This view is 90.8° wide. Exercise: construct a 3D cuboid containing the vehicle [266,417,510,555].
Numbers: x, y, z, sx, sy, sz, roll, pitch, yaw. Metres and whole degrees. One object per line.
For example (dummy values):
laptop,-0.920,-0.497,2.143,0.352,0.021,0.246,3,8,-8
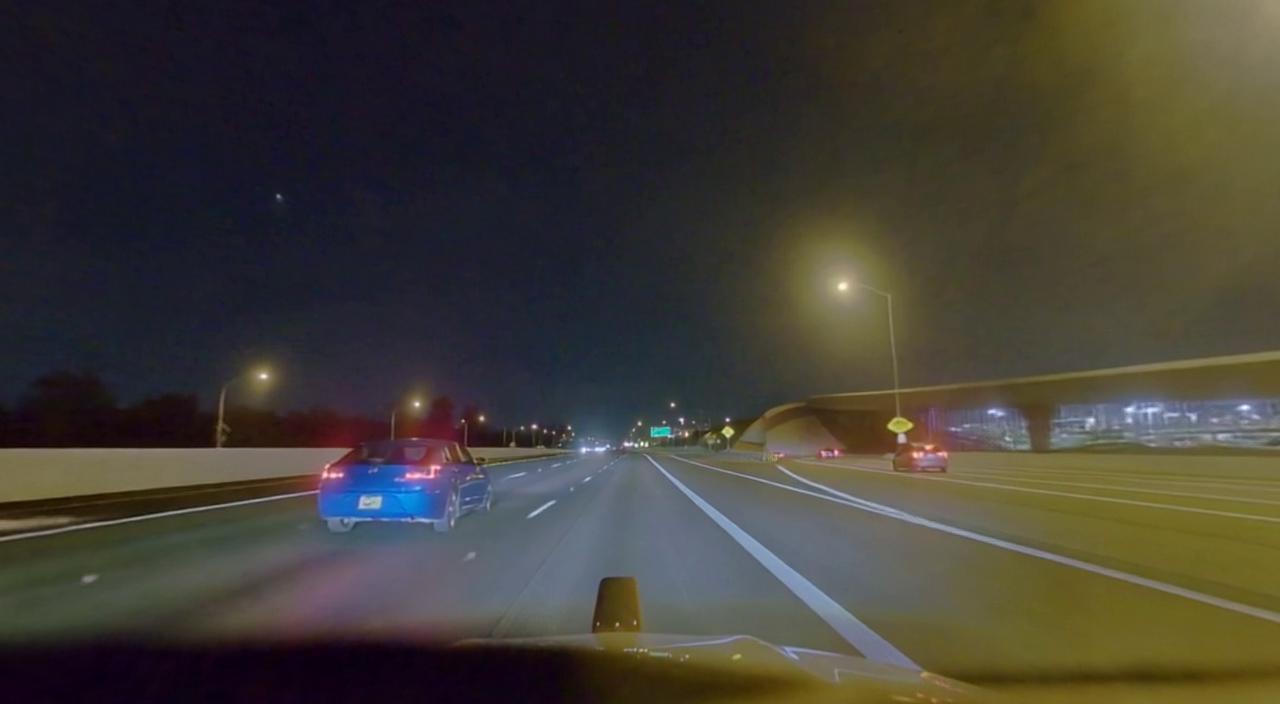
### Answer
vehicle,-3.580,1.989,10.091,2.178,1.699,4.321,0,-8,-1
